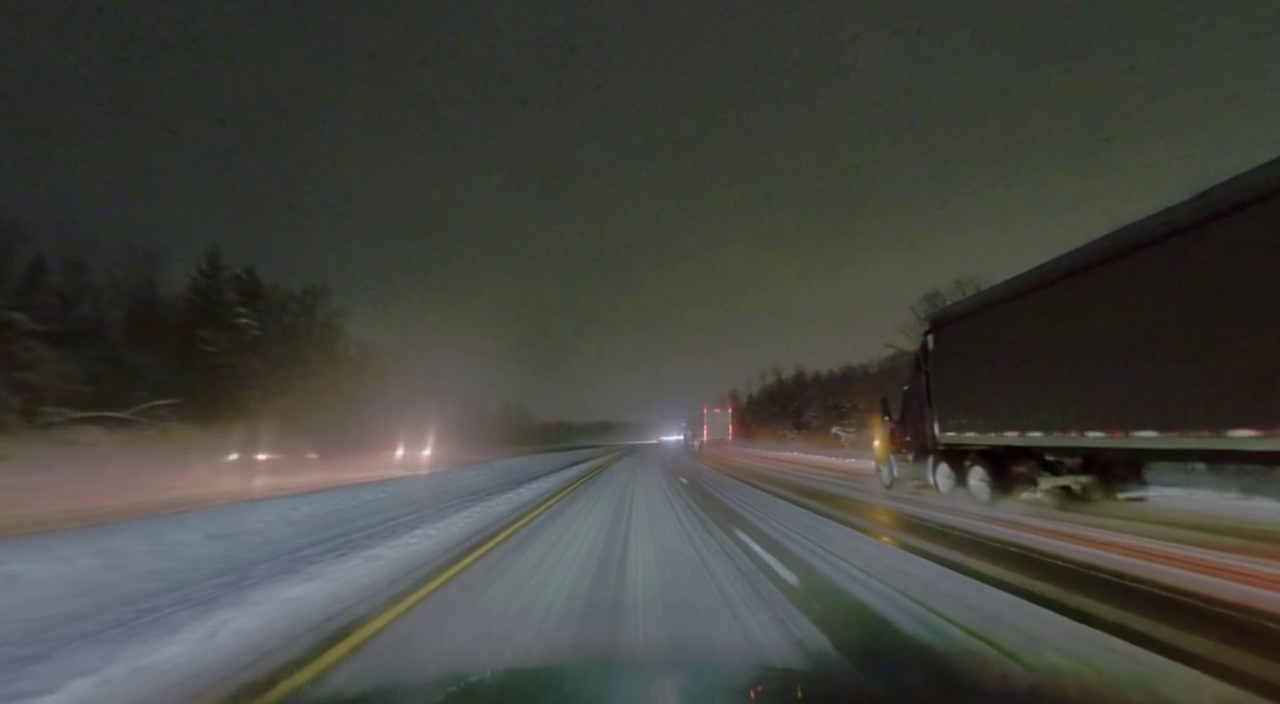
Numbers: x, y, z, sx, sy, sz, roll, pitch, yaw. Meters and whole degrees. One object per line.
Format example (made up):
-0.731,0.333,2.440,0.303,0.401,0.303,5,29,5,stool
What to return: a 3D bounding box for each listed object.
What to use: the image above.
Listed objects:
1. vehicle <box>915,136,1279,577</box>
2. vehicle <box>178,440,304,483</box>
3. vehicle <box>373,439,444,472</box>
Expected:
7.414,0.099,6.299,2.885,4.075,13.981,0,-8,0,vehicle
-15.793,4.333,25.287,2.008,1.527,4.664,0,-8,0,vehicle
-11.899,5.324,32.669,1.934,1.528,4.329,-1,-8,1,vehicle
